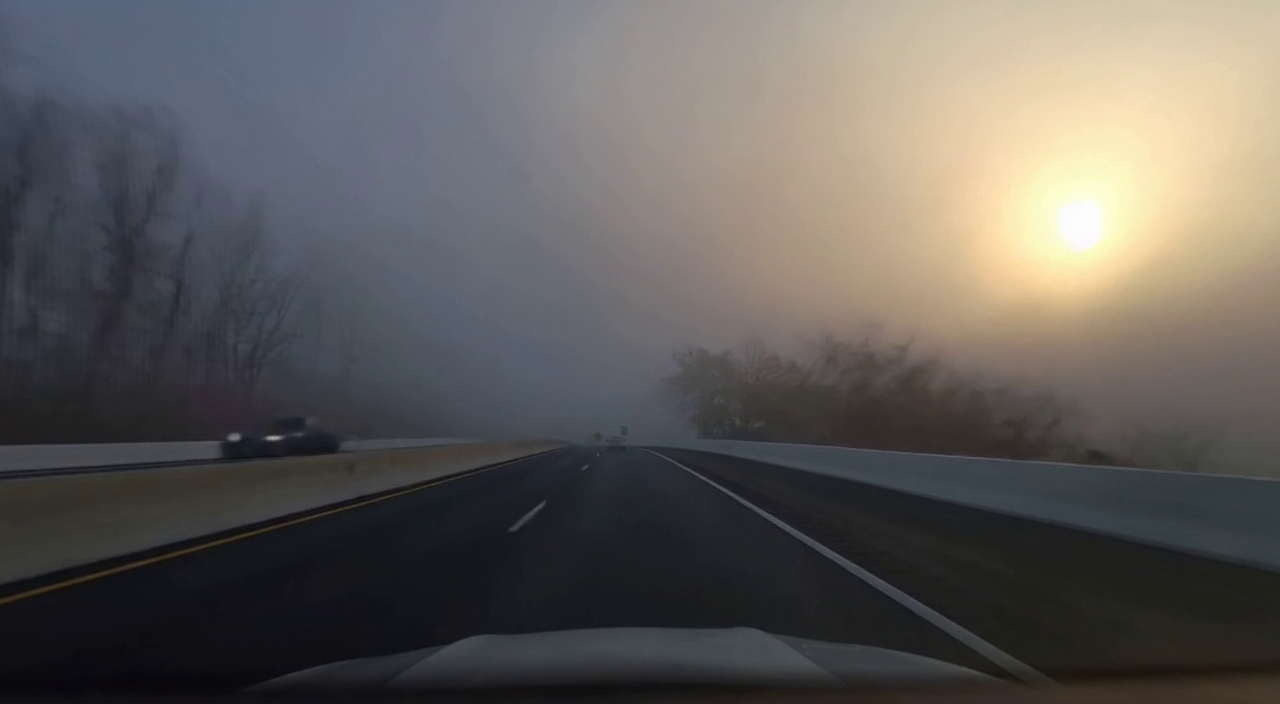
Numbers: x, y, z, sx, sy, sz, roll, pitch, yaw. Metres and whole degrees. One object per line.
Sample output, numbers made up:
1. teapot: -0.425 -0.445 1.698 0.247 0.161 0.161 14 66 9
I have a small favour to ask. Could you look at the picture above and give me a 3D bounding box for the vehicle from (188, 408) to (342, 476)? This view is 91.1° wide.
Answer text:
1. vehicle: -12.274 3.001 21.144 2.091 1.984 5.226 0 -8 -2
